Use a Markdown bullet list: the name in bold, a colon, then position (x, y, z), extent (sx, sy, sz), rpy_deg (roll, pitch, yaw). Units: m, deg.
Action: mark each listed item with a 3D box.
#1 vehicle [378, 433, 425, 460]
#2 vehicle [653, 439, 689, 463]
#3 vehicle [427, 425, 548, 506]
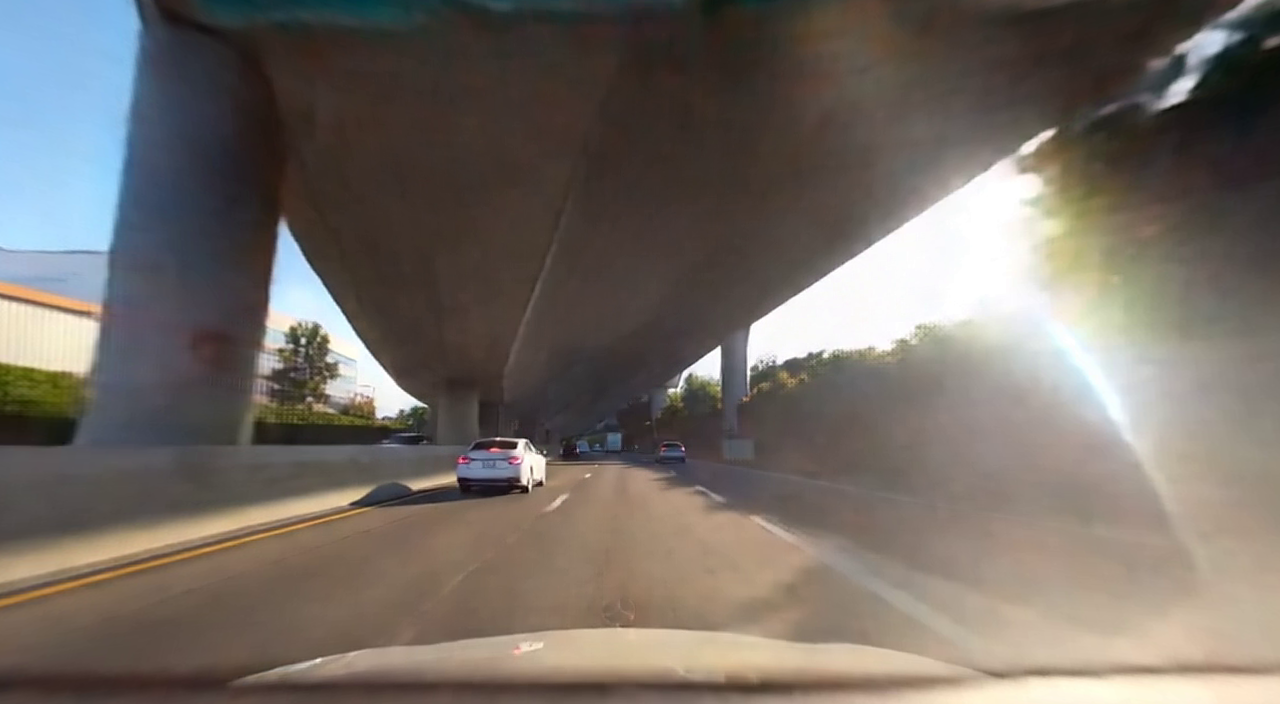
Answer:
- **vehicle**: position (-18.578, 7.359, 49.228), extent (2.115, 1.986, 4.769), rpy_deg (0, -8, -4)
- **vehicle**: position (2.184, 7.155, 45.522), extent (2.078, 1.608, 3.982), rpy_deg (0, -8, -6)
- **vehicle**: position (-3.651, 2.806, 16.010), extent (2.080, 1.733, 4.410), rpy_deg (0, -8, -1)
